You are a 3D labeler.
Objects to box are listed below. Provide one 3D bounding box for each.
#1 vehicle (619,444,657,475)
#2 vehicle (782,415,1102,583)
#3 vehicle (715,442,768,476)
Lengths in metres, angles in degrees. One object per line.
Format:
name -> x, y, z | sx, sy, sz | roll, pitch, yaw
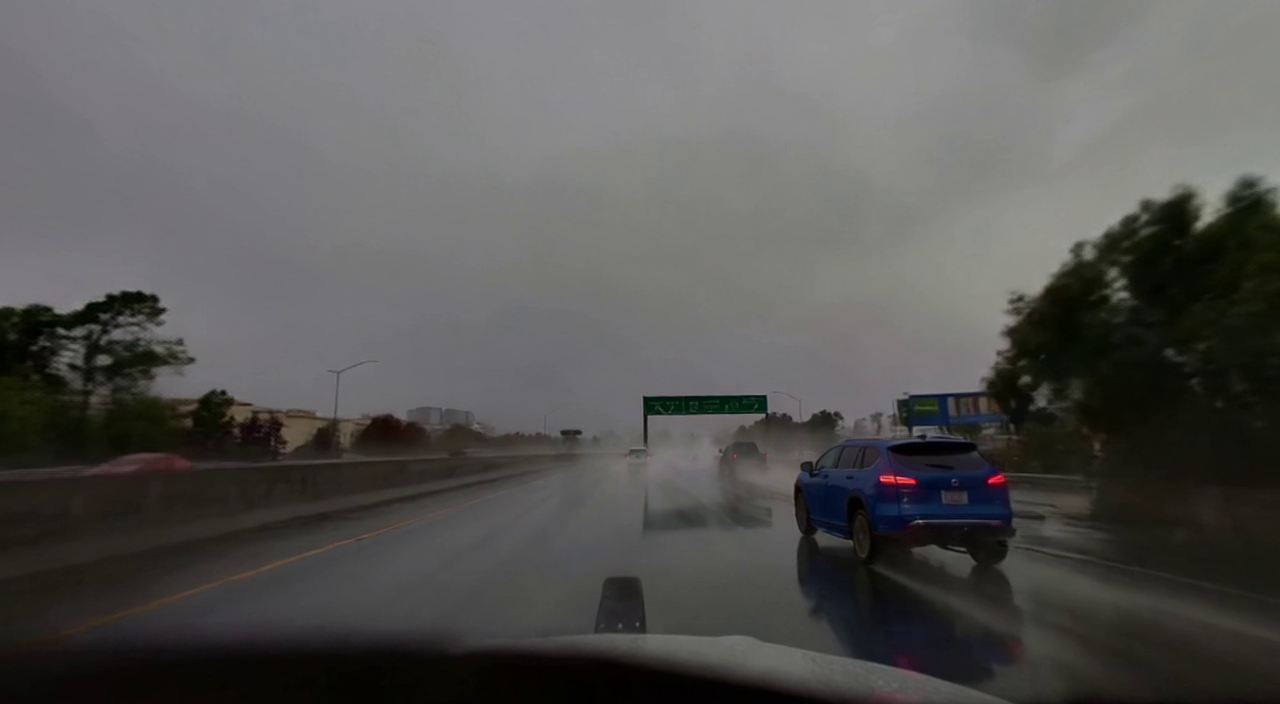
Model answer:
vehicle -> -0.137, 6.543, 38.702 | 2.181, 1.768, 4.383 | 0, -9, -1
vehicle -> 3.515, 1.791, 8.528 | 2.097, 1.659, 4.320 | 0, -9, -1
vehicle -> 7.124, 7.610, 45.237 | 2.526, 2.230, 6.190 | 0, -9, -2
